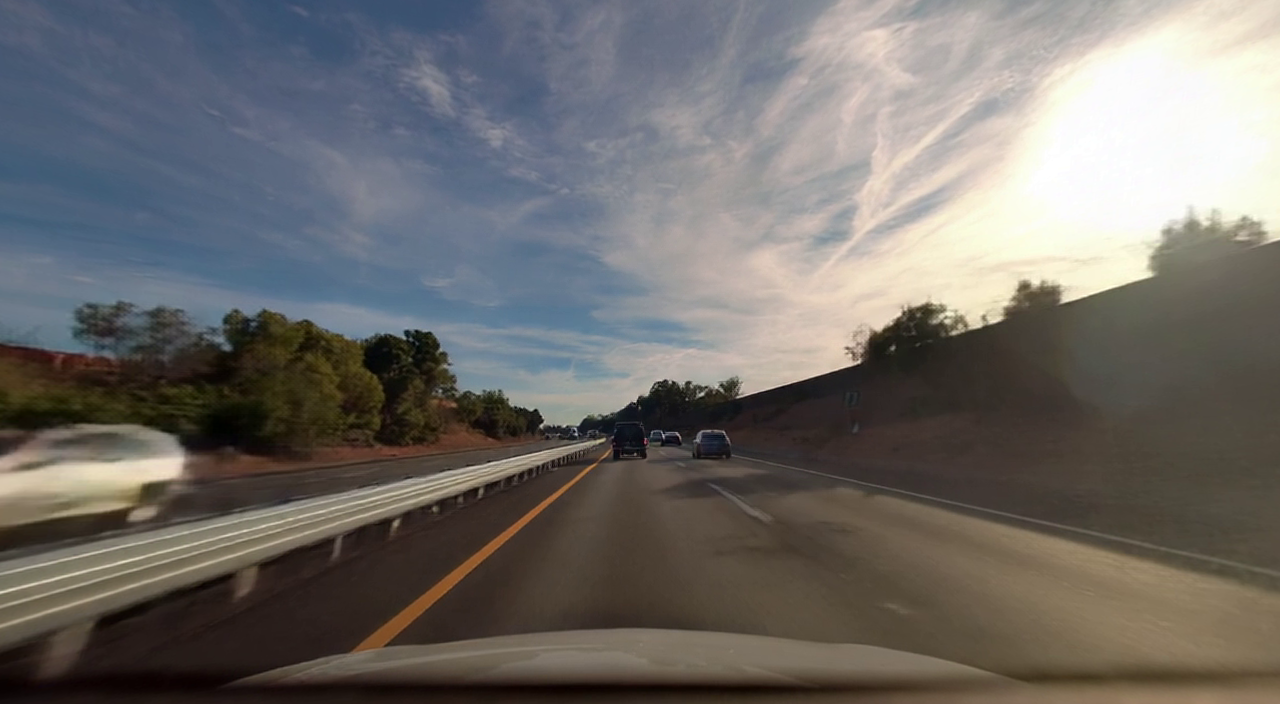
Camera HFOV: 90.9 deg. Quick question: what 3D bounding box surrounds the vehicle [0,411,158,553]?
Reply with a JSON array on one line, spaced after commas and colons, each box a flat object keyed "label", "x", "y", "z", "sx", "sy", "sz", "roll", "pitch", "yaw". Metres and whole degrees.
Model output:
[{"label": "vehicle", "x": -8.800, "y": 1.707, "z": 8.372, "sx": 1.811, "sy": 1.736, "sz": 3.792, "roll": -1, "pitch": -8, "yaw": -1}]

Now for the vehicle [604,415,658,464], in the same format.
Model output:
[{"label": "vehicle", "x": -0.462, "y": 4.026, "z": 29.000, "sx": 2.270, "sy": 2.044, "sz": 4.633, "roll": 0, "pitch": -8, "yaw": -2}]

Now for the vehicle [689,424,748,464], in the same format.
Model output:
[{"label": "vehicle", "x": 3.388, "y": 4.072, "z": 28.024, "sx": 1.981, "sy": 1.606, "sz": 3.956, "roll": 0, "pitch": -8, "yaw": -2}]
